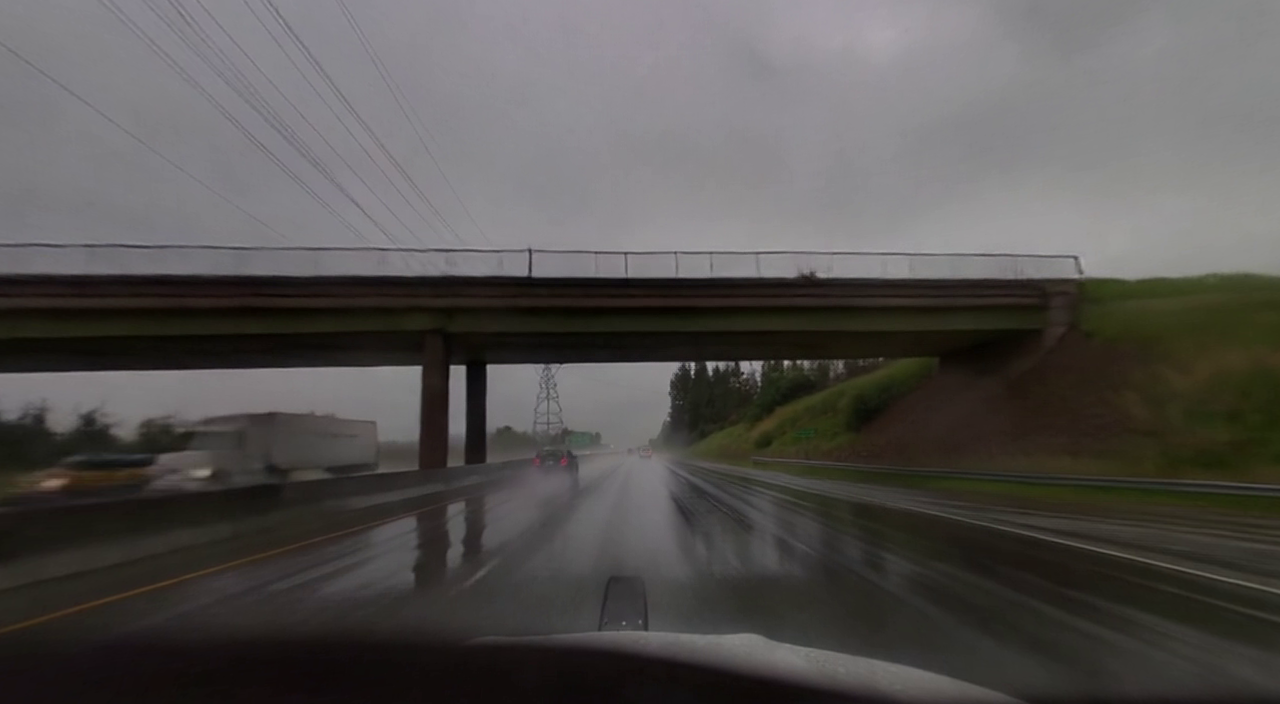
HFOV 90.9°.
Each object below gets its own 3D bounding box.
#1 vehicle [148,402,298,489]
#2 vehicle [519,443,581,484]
[{"bbox_3d":[-19.991,4.581,30.795,2.948,3.804,6.105,0,-9,0],"label":"vehicle"},{"bbox_3d":[-3.681,4.664,26.546,1.924,1.550,4.165,0,-9,1],"label":"vehicle"}]
